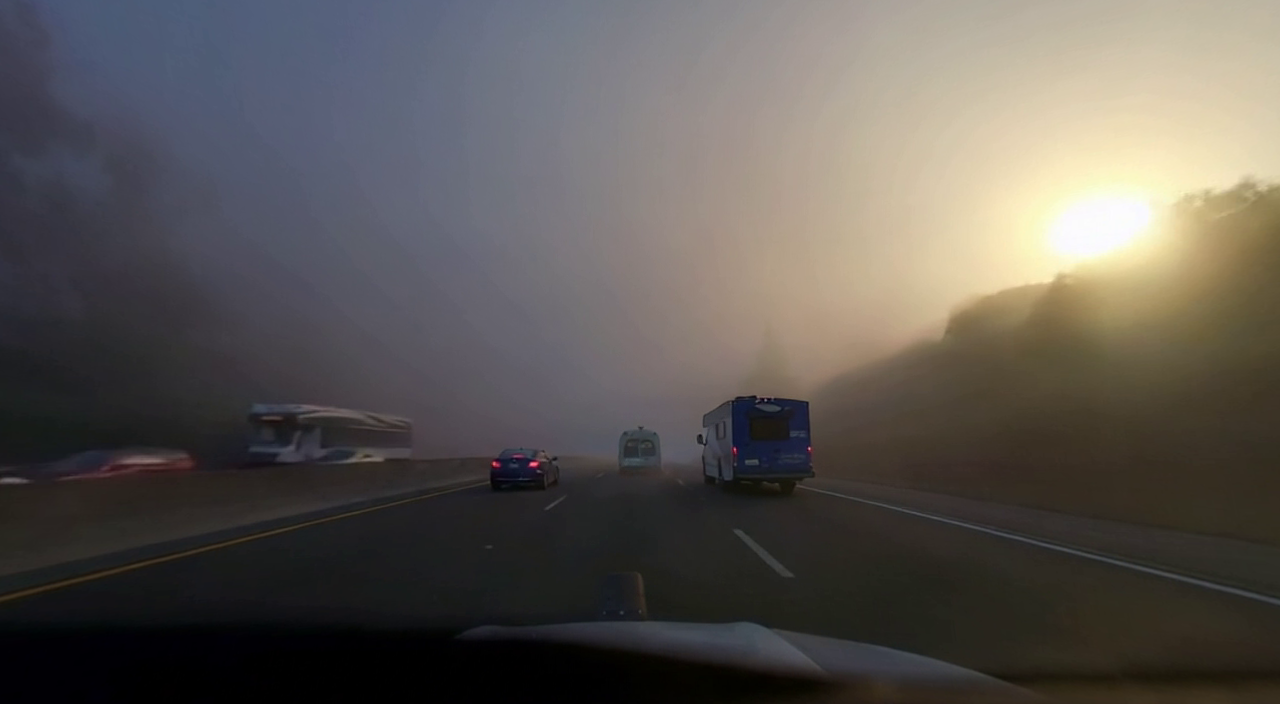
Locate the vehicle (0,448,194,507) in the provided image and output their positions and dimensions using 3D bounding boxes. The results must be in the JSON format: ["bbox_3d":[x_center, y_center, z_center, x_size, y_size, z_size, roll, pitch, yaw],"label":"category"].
[{"bbox_3d":[-15.783,3.605,18.632,2.046,1.505,4.296,0,-9,0],"label":"vehicle"}]

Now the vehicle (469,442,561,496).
[{"bbox_3d":[-3.801,3.642,20.056,1.959,1.502,4.559,0,-9,0],"label":"vehicle"}]

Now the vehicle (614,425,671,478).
[{"bbox_3d":[0.089,4.814,30.610,2.524,2.310,4.986,0,-9,0],"label":"vehicle"}]

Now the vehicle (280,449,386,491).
[{"bbox_3d":[-11.656,4.496,24.367,1.830,1.440,4.453,0,-9,0],"label":"vehicle"}]

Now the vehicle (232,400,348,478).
[{"bbox_3d":[-19.544,4.955,35.744,2.976,3.963,5.961,0,-9,0],"label":"vehicle"}]

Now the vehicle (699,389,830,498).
[{"bbox_3d":[3.656,2.985,20.542,2.607,2.910,7.252,0,-9,-1],"label":"vehicle"}]
